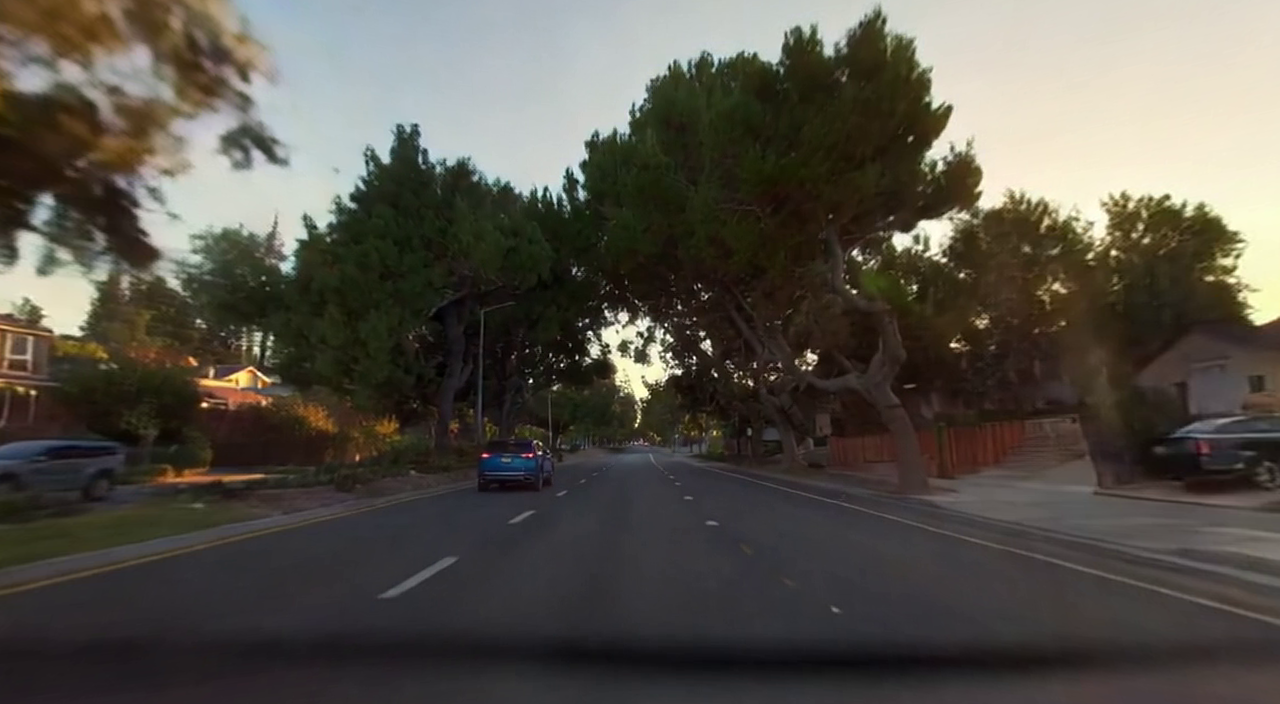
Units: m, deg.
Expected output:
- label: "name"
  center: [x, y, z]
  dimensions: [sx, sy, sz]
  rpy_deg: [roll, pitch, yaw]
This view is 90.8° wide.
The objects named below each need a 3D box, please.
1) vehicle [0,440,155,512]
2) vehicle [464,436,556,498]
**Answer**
- label: "vehicle"
  center: [-16.691, 3.378, 17.727]
  dimensions: [2.202, 1.724, 4.934]
  rpy_deg: [0, -9, 1]
- label: "vehicle"
  center: [-3.996, 3.601, 20.221]
  dimensions: [1.993, 1.733, 4.262]
  rpy_deg: [0, -9, 1]
